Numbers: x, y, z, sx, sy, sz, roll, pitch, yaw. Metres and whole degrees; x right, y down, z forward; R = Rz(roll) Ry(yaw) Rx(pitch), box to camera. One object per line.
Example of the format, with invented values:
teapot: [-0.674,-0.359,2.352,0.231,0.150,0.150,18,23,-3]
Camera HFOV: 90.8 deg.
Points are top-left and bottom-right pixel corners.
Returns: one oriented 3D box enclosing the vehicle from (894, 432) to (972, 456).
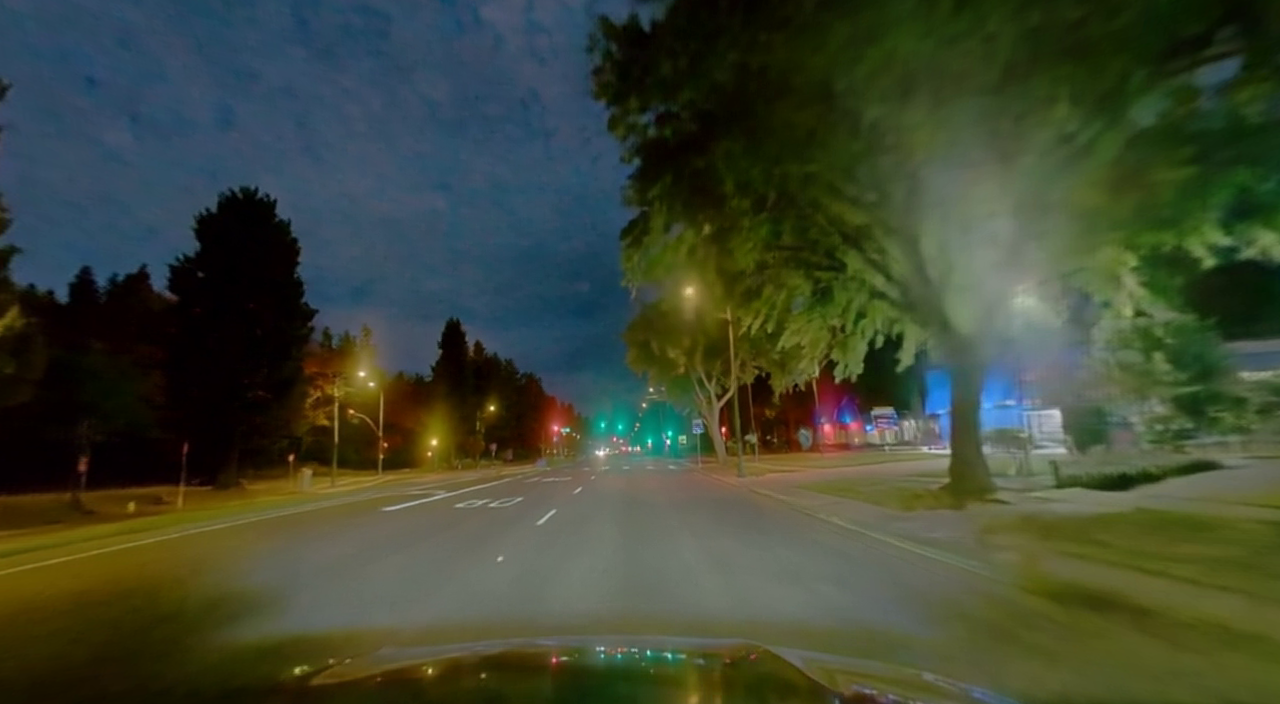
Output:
vehicle: [22.868,7.218,49.399,4.902,1.519,2.182,-4,-9,0]
